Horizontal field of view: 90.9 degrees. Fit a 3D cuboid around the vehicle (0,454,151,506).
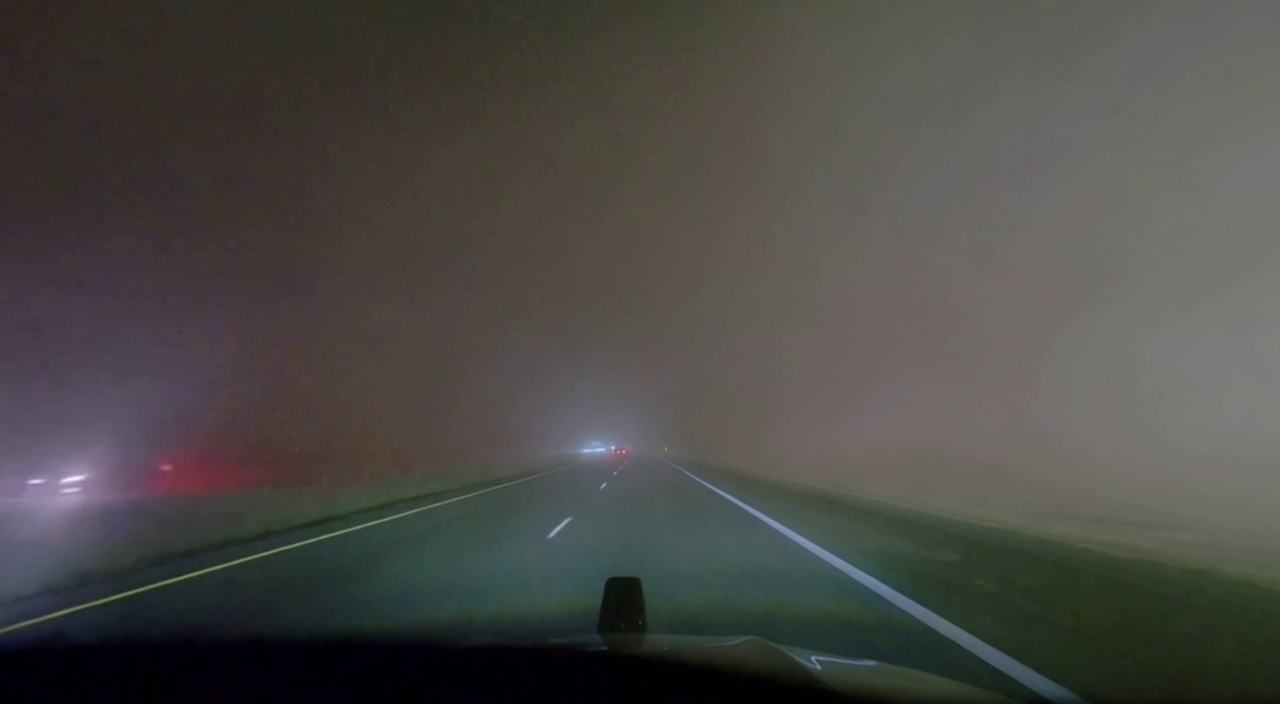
[{"bbox_3d":[-19.140,4.189,21.085,1.878,1.448,4.573,0,-9,1],"label":"vehicle"}]
